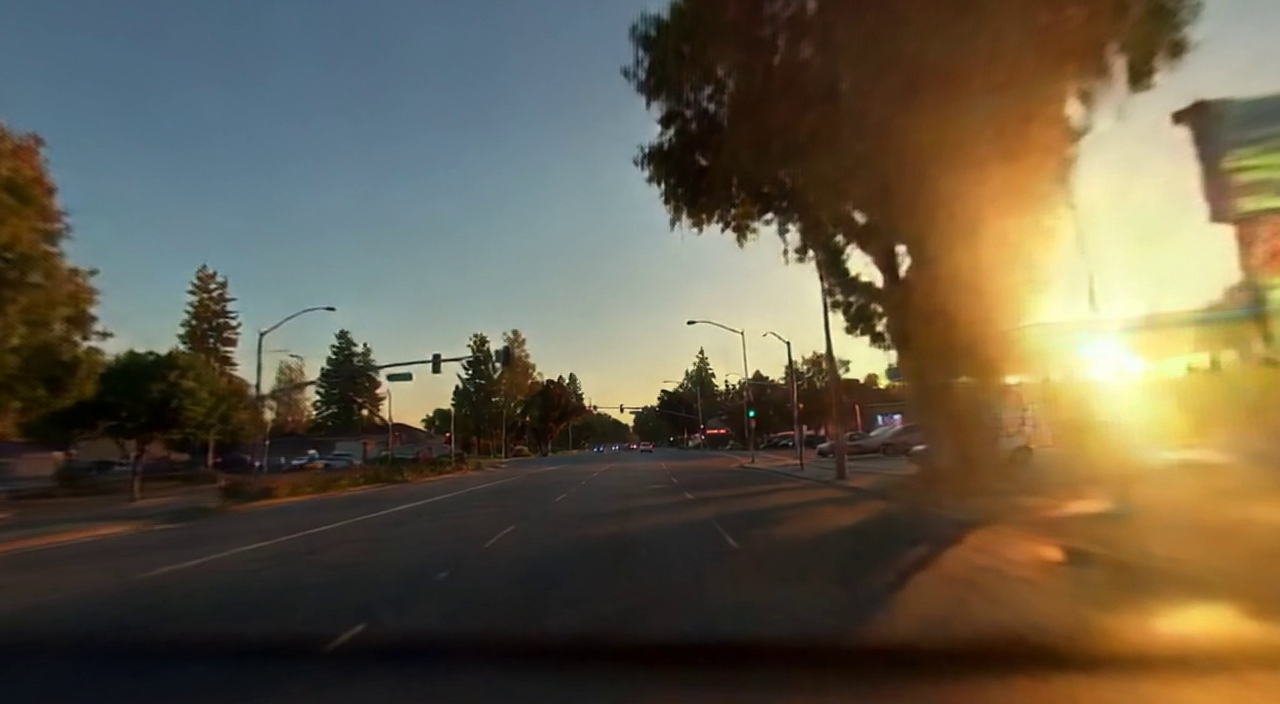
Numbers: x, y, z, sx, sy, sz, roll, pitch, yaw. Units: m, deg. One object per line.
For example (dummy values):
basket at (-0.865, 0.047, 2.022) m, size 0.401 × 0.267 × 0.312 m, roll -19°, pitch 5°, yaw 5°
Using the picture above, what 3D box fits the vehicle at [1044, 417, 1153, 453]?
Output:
vehicle at (26.904, 4.894, 37.051) m, size 5.031 × 1.746 × 1.999 m, roll -1°, pitch -10°, yaw -9°

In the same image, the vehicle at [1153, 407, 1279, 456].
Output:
vehicle at (25.560, 3.272, 26.251) m, size 6.381 × 1.869 × 2.512 m, roll 0°, pitch -7°, yaw -5°

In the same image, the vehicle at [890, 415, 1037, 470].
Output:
vehicle at (13.441, 3.777, 26.432) m, size 4.821 × 1.788 × 2.132 m, roll -5°, pitch -8°, yaw 0°
